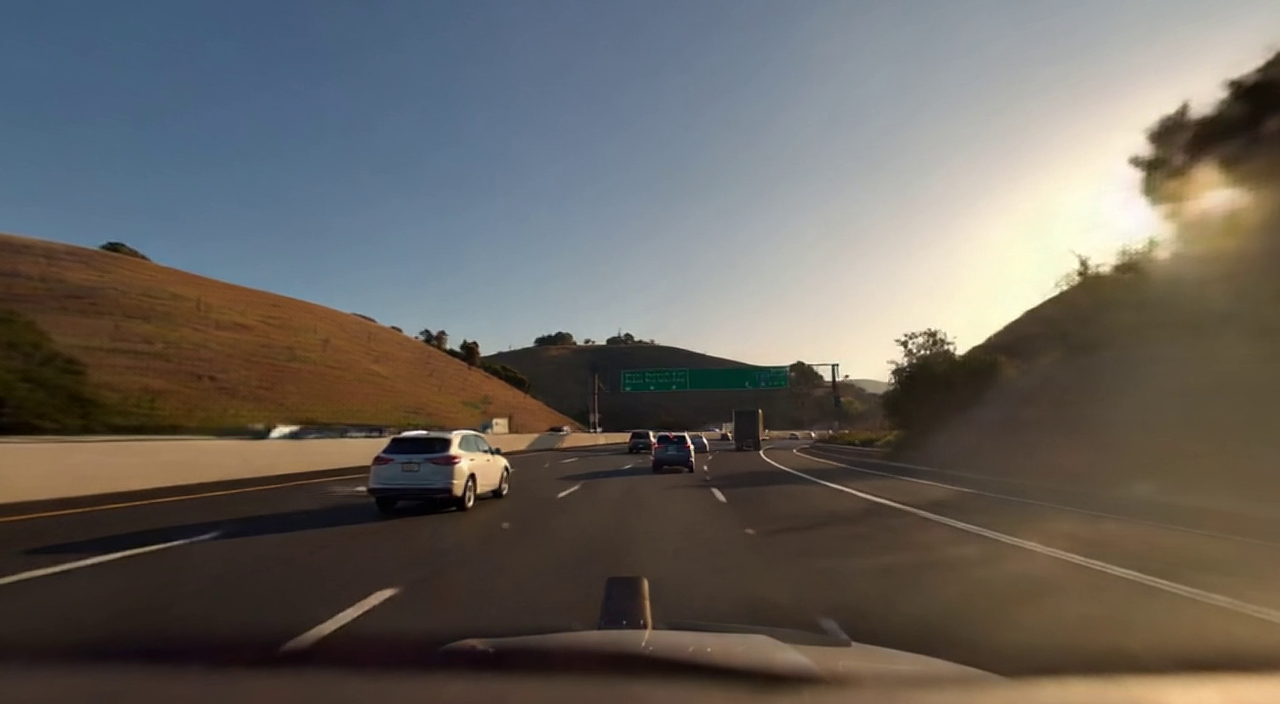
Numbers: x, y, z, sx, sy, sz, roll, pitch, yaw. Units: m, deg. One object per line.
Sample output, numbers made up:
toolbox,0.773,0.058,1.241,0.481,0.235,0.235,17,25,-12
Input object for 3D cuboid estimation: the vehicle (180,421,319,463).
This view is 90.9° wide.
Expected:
vehicle,-16.478,3.881,27.031,2.331,1.599,5.196,-1,-8,5

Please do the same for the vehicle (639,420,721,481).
vehicle,1.365,3.333,21.497,2.484,1.820,4.497,-1,-8,4

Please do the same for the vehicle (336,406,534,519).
vehicle,-3.517,2.015,11.919,2.077,1.712,4.406,-1,-8,3

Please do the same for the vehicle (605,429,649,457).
vehicle,-0.754,5.907,40.952,2.194,1.702,4.305,-1,-8,8
